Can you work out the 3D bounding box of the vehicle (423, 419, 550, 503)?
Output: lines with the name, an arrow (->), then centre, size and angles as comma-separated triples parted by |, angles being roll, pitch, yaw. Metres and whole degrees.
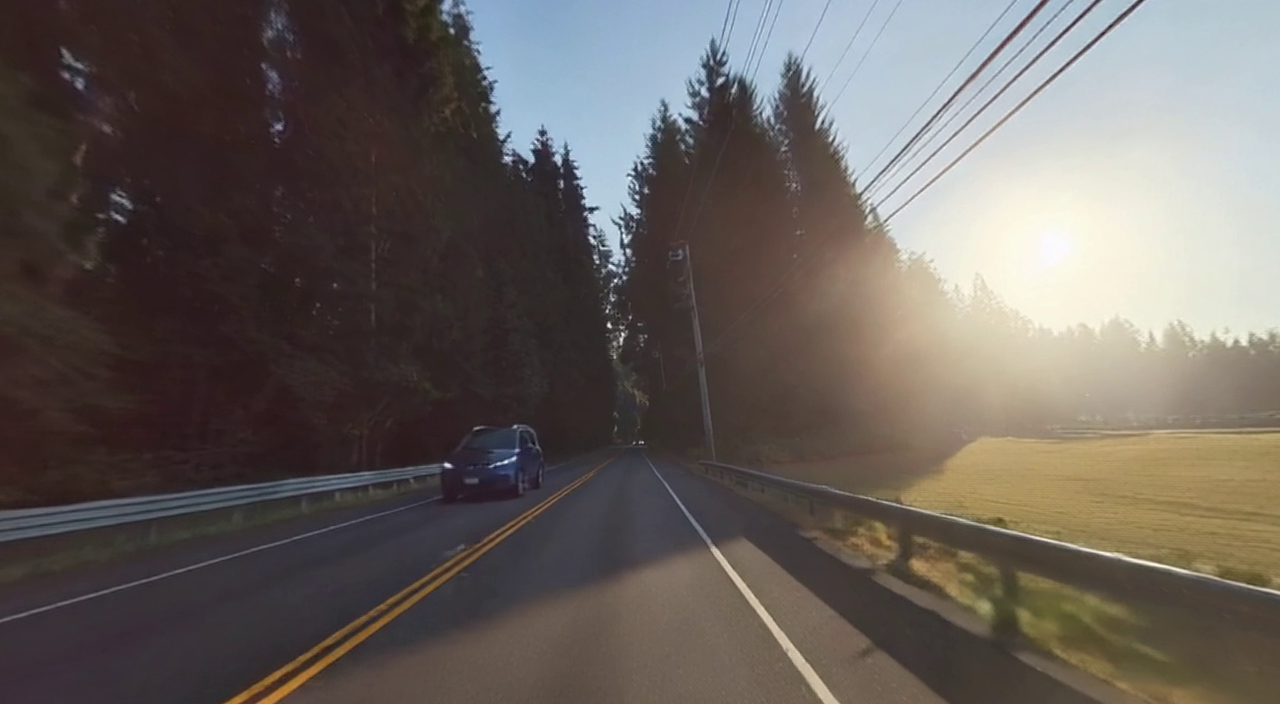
vehicle -> -3.998, 2.965, 17.522 | 2.331, 1.961, 4.966 | 0, -9, -1
